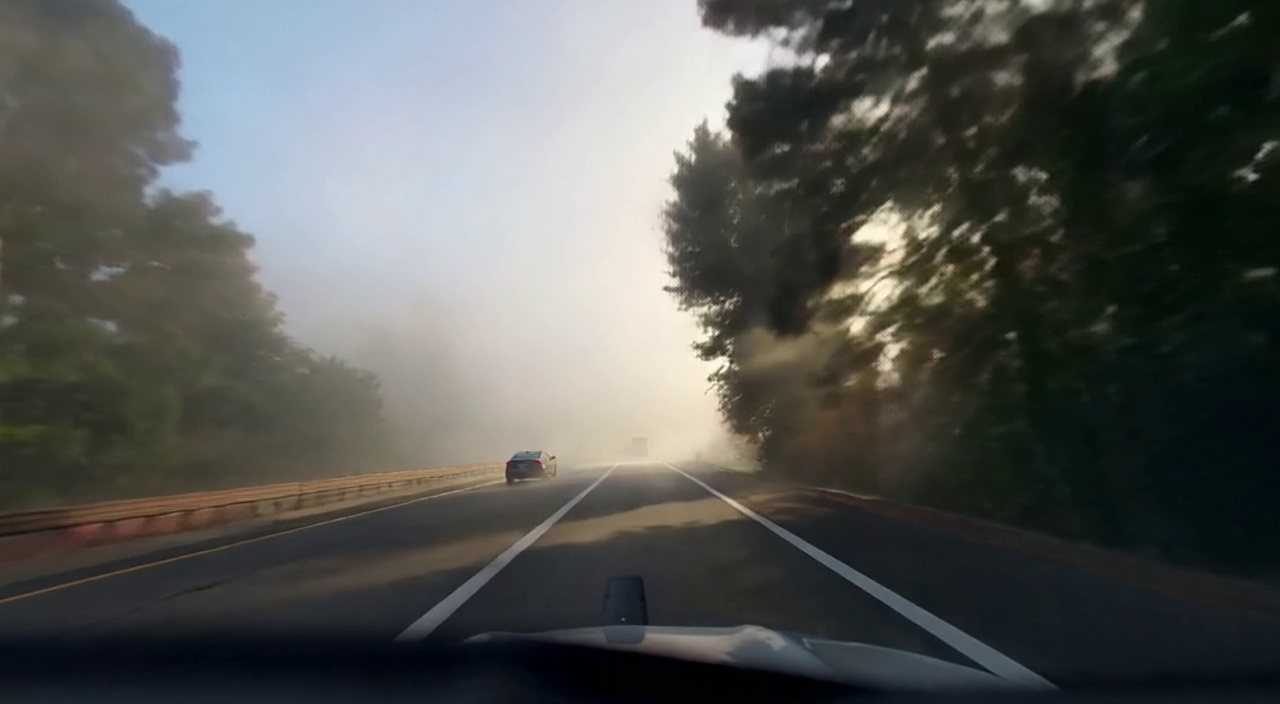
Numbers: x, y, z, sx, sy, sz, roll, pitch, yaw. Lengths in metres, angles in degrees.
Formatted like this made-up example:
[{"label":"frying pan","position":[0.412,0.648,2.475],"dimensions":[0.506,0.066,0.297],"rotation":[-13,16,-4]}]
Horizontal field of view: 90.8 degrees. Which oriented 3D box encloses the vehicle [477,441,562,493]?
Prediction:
[{"label":"vehicle","position":[-4.098,3.990,22.237],"dimensions":[2.076,1.637,4.526],"rotation":[0,-9,0]}]
